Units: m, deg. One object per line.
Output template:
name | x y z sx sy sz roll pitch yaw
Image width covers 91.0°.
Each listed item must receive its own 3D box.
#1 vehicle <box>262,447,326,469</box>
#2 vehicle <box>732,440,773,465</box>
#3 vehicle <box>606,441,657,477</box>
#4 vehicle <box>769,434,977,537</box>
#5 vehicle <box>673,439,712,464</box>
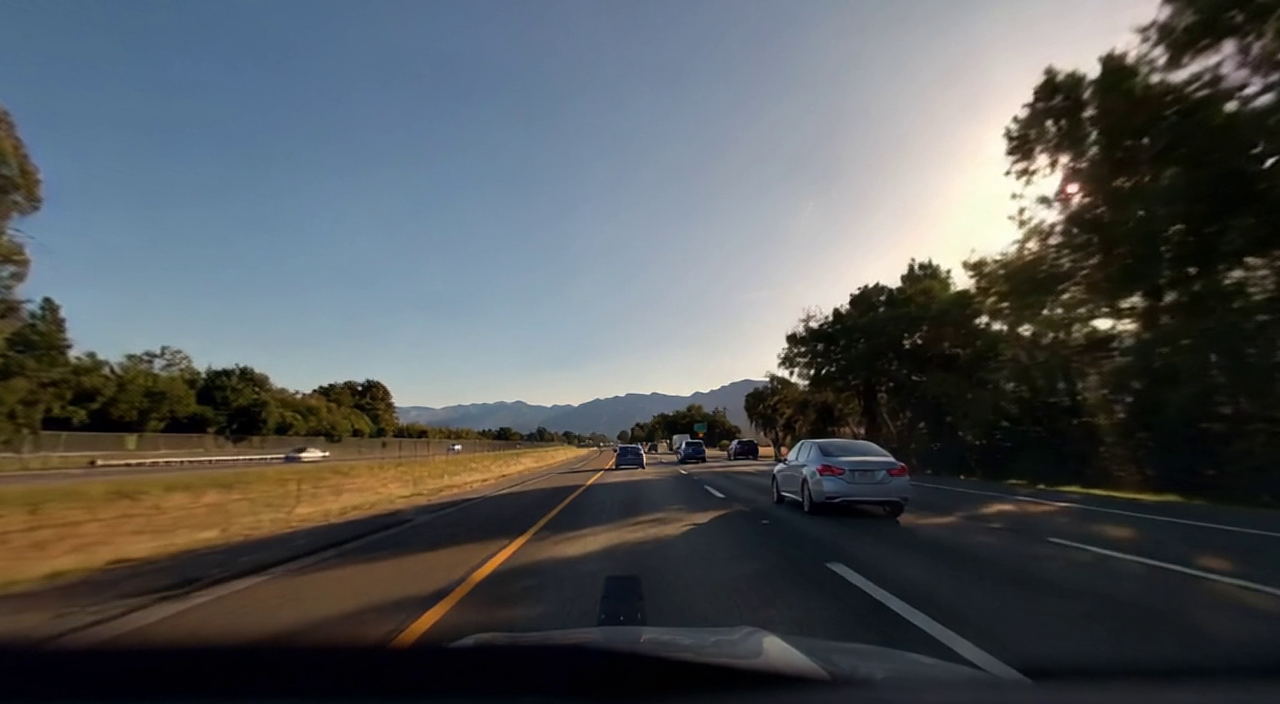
vehicle | -24.532 7.518 44.863 2.008 1.459 4.528 0 -9 0
vehicle | 7.719 6.936 43.577 1.996 1.637 3.990 0 -9 -1
vehicle | -0.359 4.663 27.573 2.085 1.449 3.860 0 -9 0
vehicle | 3.734 2.212 11.055 1.957 1.447 4.241 0 -9 -1
vehicle | 3.780 7.317 46.201 2.436 1.704 4.694 0 -9 0
